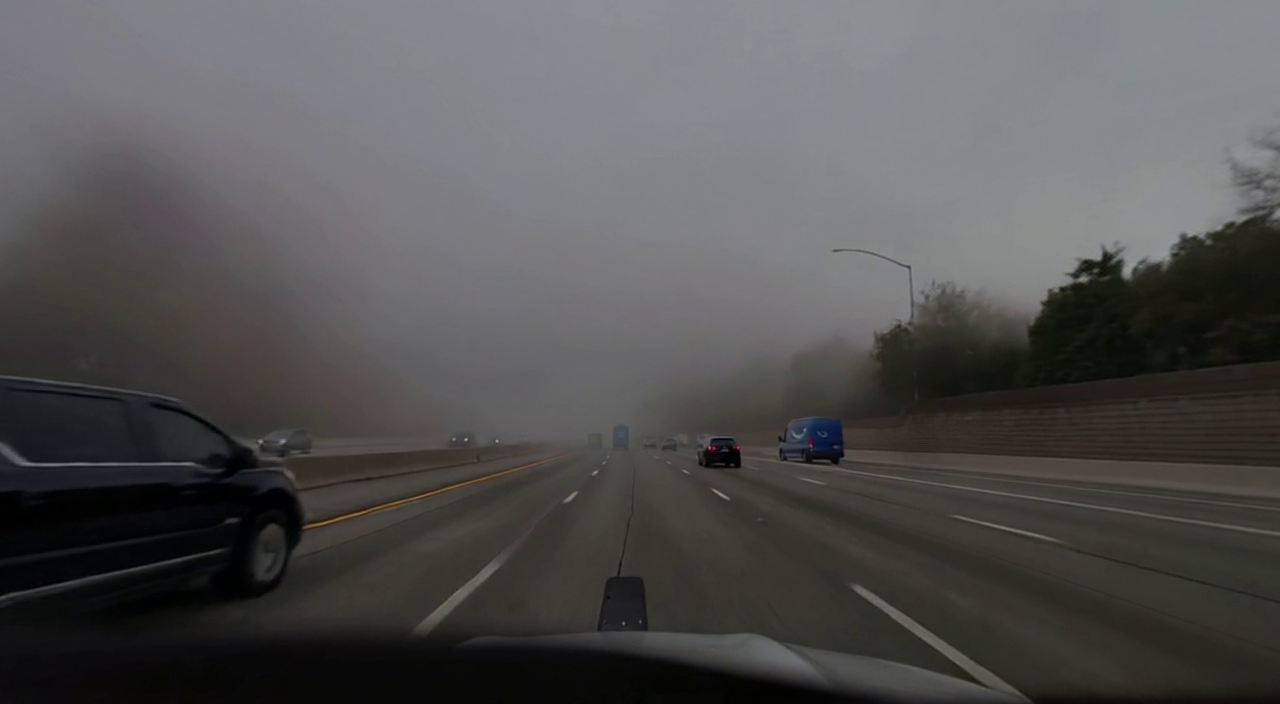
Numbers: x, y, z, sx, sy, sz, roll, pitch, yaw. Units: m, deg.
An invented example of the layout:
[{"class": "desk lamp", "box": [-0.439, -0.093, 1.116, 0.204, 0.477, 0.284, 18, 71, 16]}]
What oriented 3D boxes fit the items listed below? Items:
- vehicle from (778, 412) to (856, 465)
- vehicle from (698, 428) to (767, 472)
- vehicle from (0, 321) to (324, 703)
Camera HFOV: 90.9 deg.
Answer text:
[{"class": "vehicle", "box": [10.162, 5.077, 36.947, 2.274, 2.802, 6.802, 0, -8, -3]}, {"class": "vehicle", "box": [3.847, 4.167, 26.977, 2.141, 1.732, 4.279, 0, -8, -2]}, {"class": "vehicle", "box": [-4.273, 0.805, 3.055, 2.331, 1.884, 5.787, -1, -8, 2]}]
